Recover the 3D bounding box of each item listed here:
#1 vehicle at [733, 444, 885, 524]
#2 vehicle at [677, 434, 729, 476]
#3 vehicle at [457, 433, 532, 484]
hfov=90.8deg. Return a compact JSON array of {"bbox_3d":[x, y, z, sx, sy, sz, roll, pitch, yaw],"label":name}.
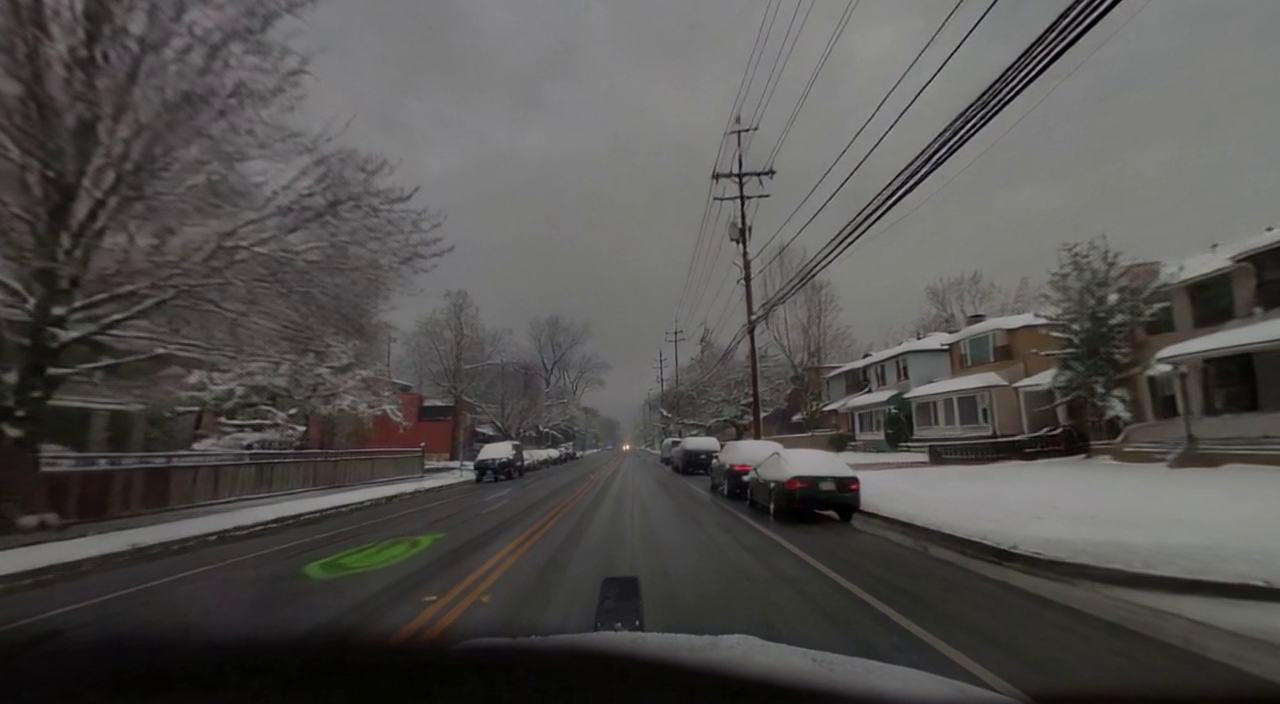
[{"bbox_3d":[3.321,2.672,13.439,1.967,1.382,4.361,0,-8,-1],"label":"vehicle"},{"bbox_3d":[3.163,5.317,32.833,2.065,1.953,5.359,0,-8,-1],"label":"vehicle"},{"bbox_3d":[-6.785,4.980,30.156,2.451,2.099,5.112,-1,-7,0],"label":"vehicle"}]
